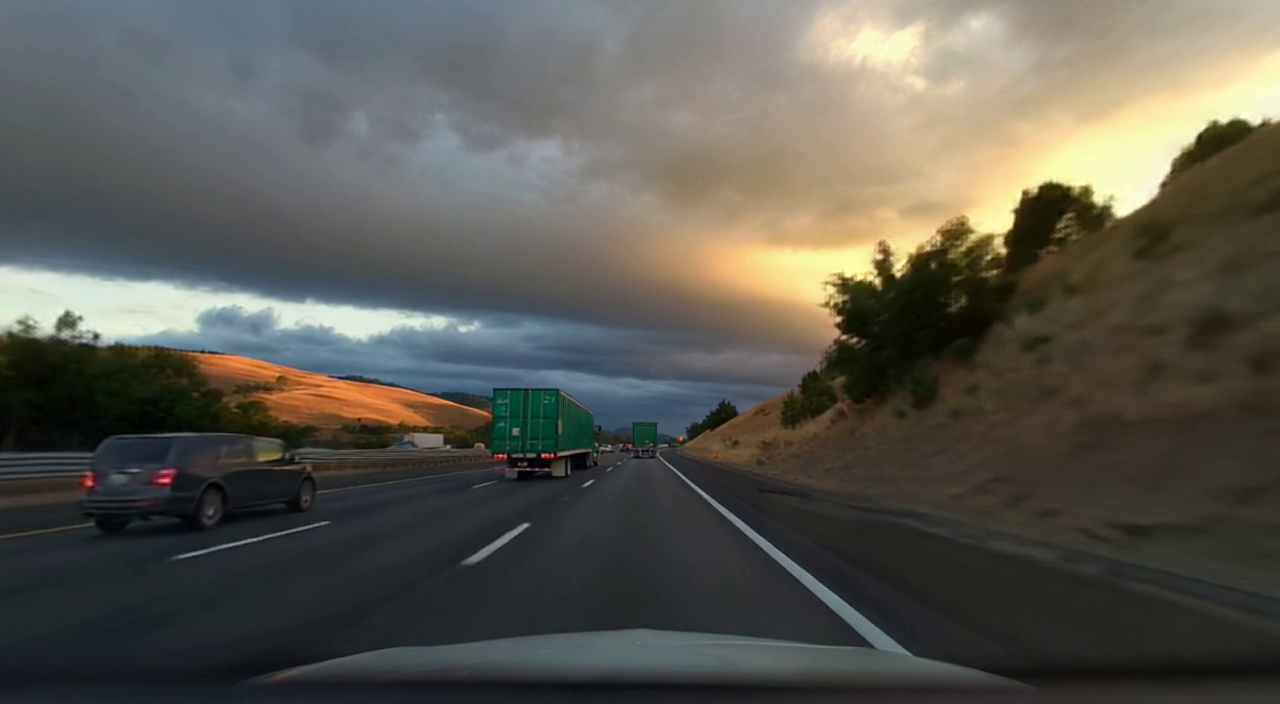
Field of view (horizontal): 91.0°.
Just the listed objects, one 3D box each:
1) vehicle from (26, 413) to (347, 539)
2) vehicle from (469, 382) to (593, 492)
[{"bbox_3d":[-7.466,2.096,11.224,2.125,1.725,4.715,0,-9,1],"label":"vehicle"},{"bbox_3d":[-3.689,3.368,24.502,2.789,3.271,10.894,0,-9,1],"label":"vehicle"}]
